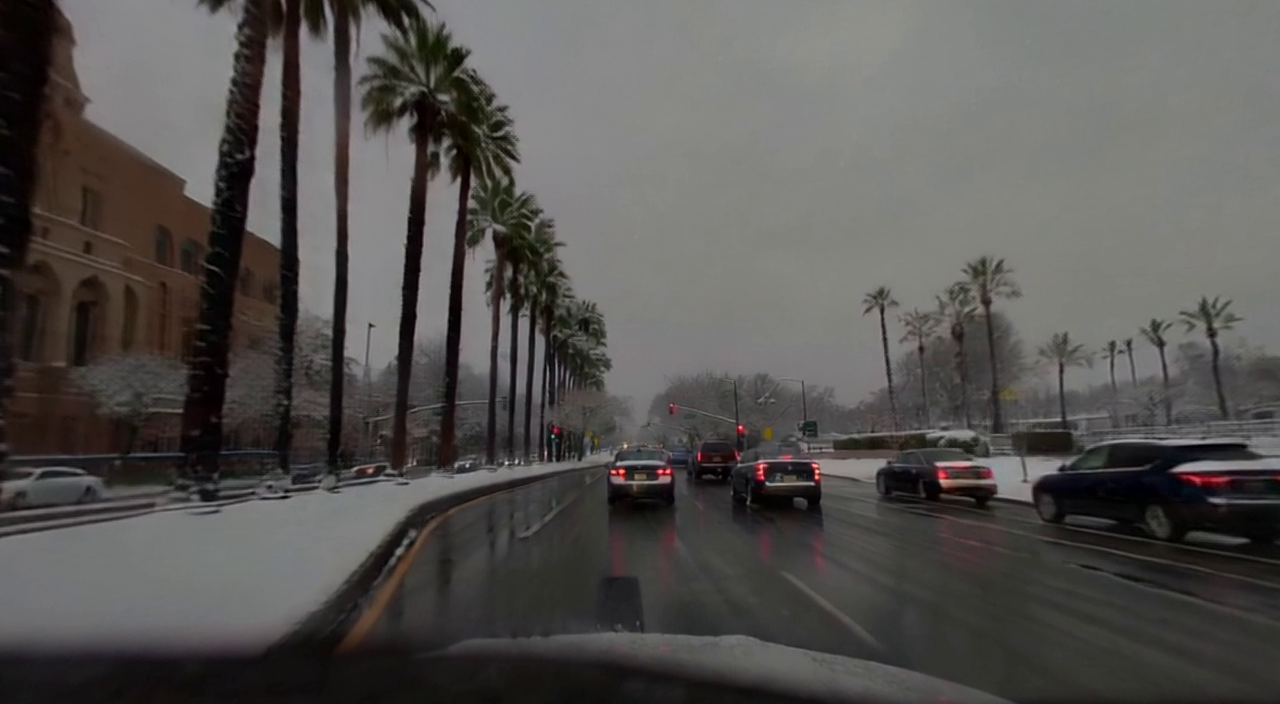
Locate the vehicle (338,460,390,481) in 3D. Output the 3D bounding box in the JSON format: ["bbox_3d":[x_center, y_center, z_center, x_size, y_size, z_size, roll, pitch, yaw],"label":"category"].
[{"bbox_3d":[-21.136,9.068,48.582,1.935,1.479,4.453,0,-9,0],"label":"vehicle"}]

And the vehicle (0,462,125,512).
[{"bbox_3d":[-20.919,4.651,22.128,1.856,1.429,4.672,0,-9,-1],"label":"vehicle"}]

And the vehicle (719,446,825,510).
[{"bbox_3d":[3.346,3.266,16.895,1.833,1.465,4.258,0,-9,-1],"label":"vehicle"}]

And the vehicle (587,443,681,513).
[{"bbox_3d":[-0.172,3.040,15.729,2.050,1.521,3.747,0,-9,-1],"label":"vehicle"}]

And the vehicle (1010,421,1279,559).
[{"bbox_3d":[8.532,2.094,10.370,1.994,1.715,4.777,0,-9,0],"label":"vehicle"}]

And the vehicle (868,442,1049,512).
[{"bbox_3d":[8.161,3.222,16.873,1.970,1.559,4.911,1,-9,-5],"label":"vehicle"}]

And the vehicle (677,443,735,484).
[{"bbox_3d":[3.299,5.779,33.392,2.127,1.854,7.971,0,-9,-1],"label":"vehicle"}]
